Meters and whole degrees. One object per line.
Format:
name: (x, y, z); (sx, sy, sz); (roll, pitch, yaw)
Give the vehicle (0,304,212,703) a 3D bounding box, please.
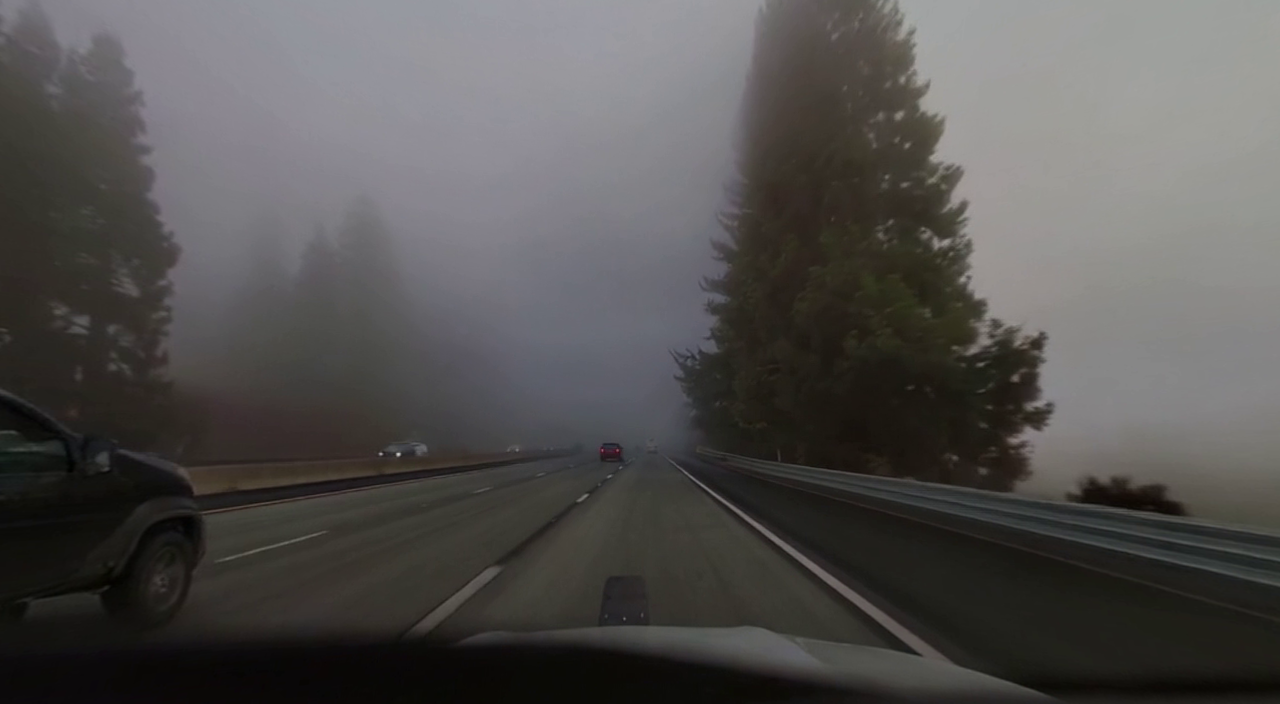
vehicle: (-4.097, 0.529, 1.099); (2.316, 1.970, 5.966); (0, -8, 2)
